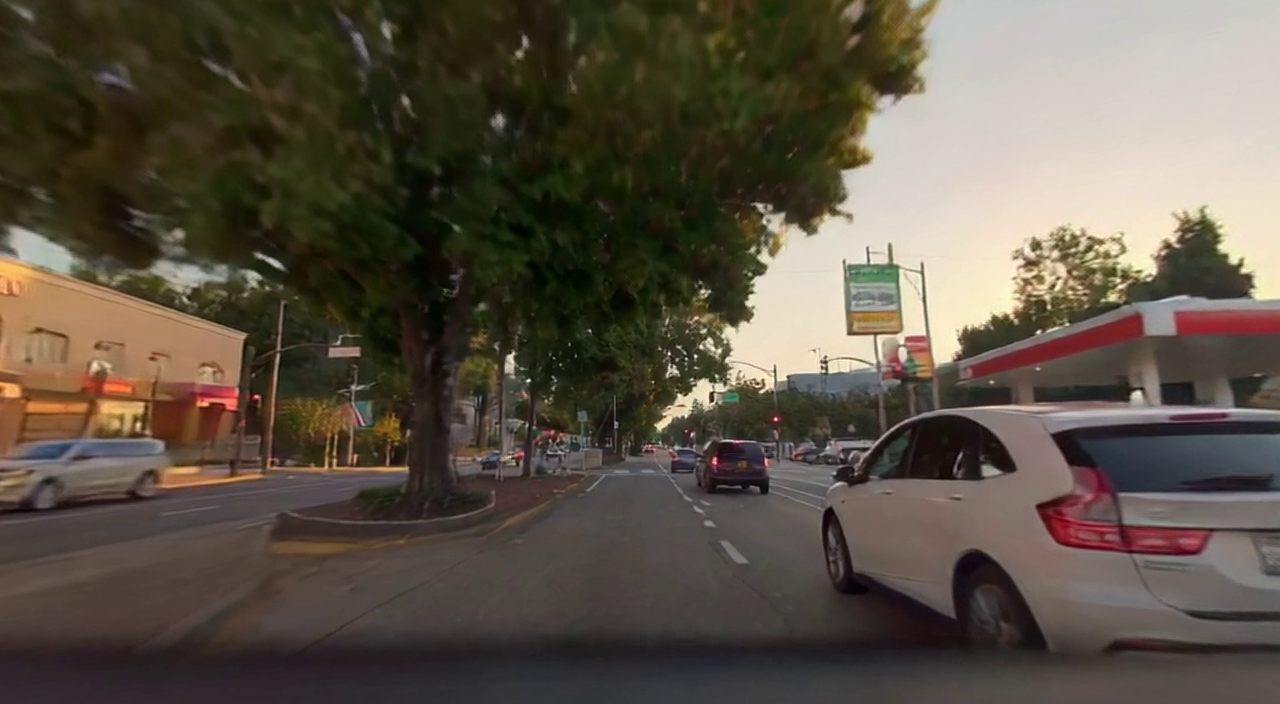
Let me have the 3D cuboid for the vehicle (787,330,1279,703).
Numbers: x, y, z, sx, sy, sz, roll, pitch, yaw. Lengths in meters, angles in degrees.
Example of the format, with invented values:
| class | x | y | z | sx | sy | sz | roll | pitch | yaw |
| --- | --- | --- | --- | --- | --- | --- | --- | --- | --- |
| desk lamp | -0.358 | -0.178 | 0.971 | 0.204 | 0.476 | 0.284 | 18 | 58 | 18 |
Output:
| class | x | y | z | sx | sy | sz | roll | pitch | yaw |
| --- | --- | --- | --- | --- | --- | --- | --- | --- | --- |
| vehicle | 2.688 | 1.136 | 4.410 | 2.183 | 1.720 | 4.842 | 0 | -9 | 0 |

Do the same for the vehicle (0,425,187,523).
| class | x | y | z | sx | sy | sz | roll | pitch | yaw |
| --- | --- | --- | --- | --- | --- | --- | --- | --- | --- |
| vehicle | -13.554 | 2.738 | 14.845 | 2.097 | 1.912 | 4.828 | 1 | -8 | -1 |

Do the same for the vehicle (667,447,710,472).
| class | x | y | z | sx | sy | sz | roll | pitch | yaw |
| --- | --- | --- | --- | --- | --- | --- | --- | --- | --- |
| vehicle | 3.012 | 6.744 | 39.878 | 2.282 | 1.458 | 4.362 | 0 | -9 | -1 |

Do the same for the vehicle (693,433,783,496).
| class | x | y | z | sx | sy | sz | roll | pitch | yaw |
| --- | --- | --- | --- | --- | --- | --- | --- | --- | --- |
| vehicle | 2.845 | 3.375 | 19.213 | 1.999 | 1.679 | 4.217 | 0 | -8 | -1 |
